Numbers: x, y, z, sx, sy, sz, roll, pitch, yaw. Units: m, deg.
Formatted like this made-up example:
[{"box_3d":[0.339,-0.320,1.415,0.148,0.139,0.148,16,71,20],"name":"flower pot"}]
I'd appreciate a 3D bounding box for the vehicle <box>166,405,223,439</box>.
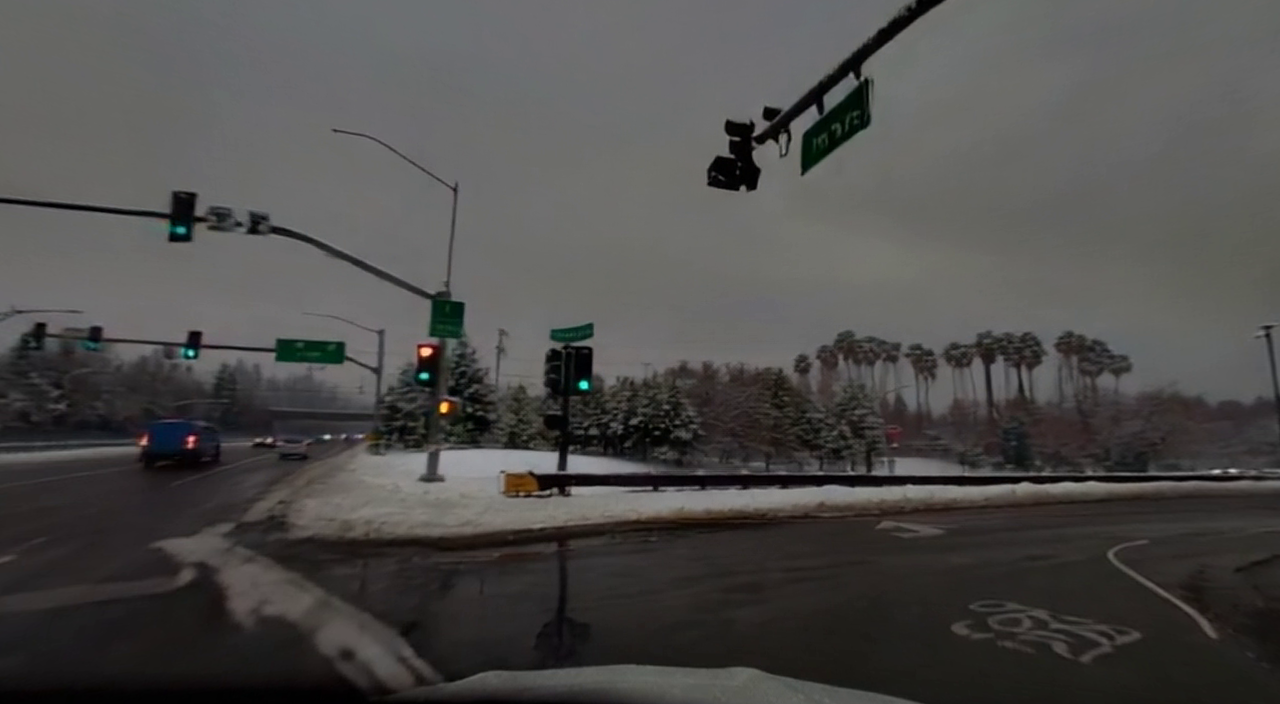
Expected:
[{"box_3d":[-34.375,5.523,48.946,2.698,2.312,7.326,5,-10,-29],"name":"vehicle"}]
